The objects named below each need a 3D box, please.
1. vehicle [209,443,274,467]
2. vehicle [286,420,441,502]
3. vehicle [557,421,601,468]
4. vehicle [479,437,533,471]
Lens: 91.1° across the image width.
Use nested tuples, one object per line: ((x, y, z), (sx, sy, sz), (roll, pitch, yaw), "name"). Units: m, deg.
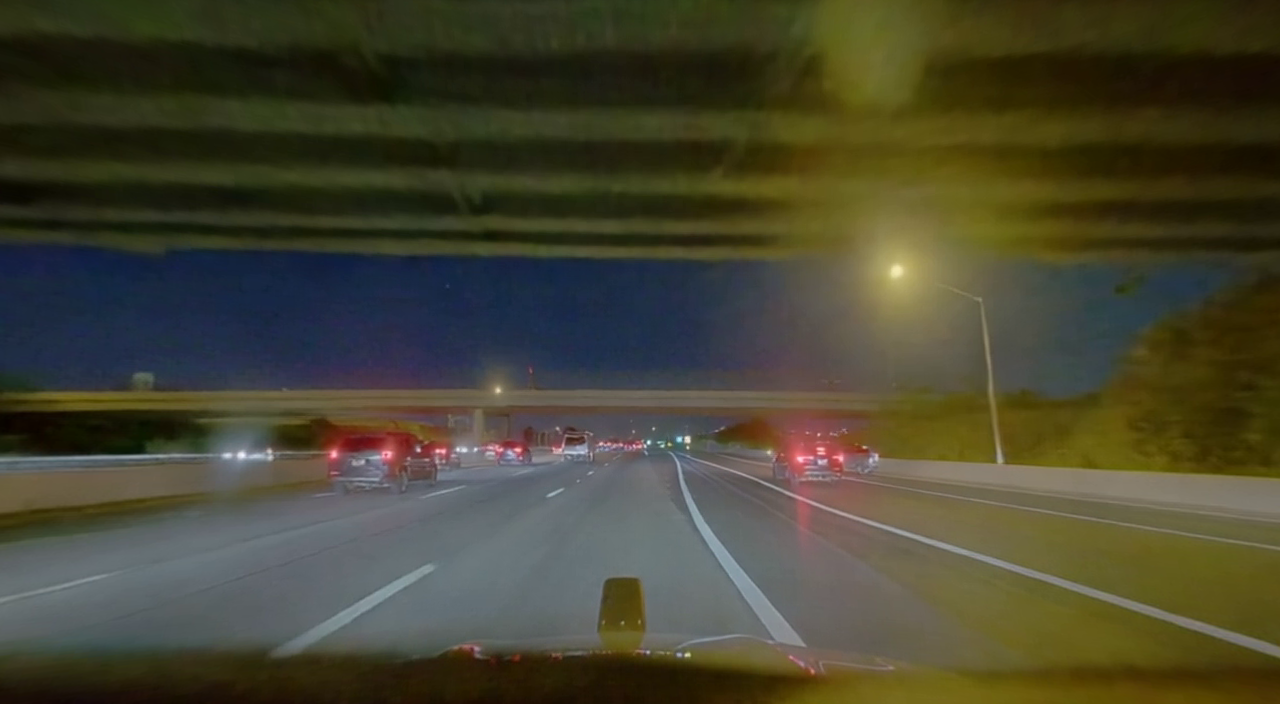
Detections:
((-30.057, 7.779, 47.532), (1.811, 1.651, 4.601), (0, -9, 0), "vehicle")
((-7.452, 2.996, 17.579), (2.179, 1.948, 4.618), (0, -9, 0), "vehicle")
((-3.954, 6.117, 41.642), (2.301, 2.843, 6.458), (0, -9, 0), "vehicle")
((-7.581, 5.815, 35.935), (2.109, 1.784, 4.709), (0, -9, -1), "vehicle")
